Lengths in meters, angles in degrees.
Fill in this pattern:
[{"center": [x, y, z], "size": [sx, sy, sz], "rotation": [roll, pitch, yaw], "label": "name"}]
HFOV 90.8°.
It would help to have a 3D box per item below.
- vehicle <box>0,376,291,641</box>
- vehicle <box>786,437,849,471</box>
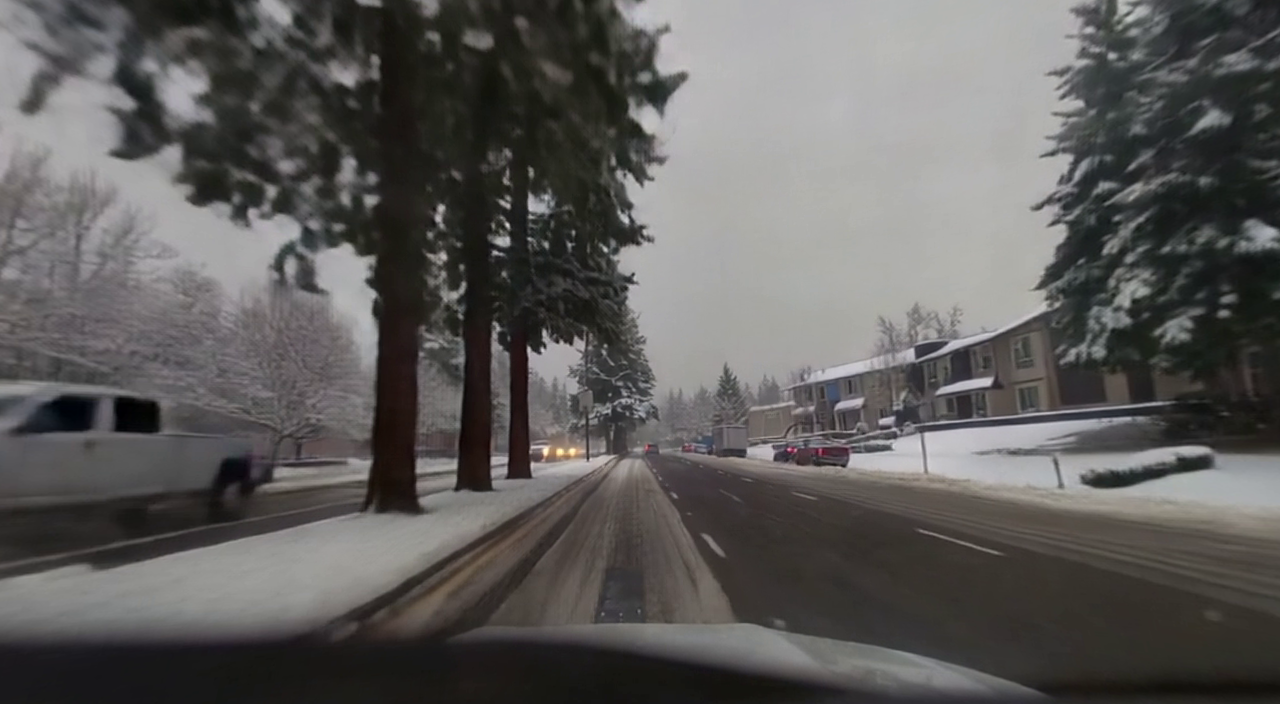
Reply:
[{"center": [-5.434, 1.278, 5.702], "size": [2.098, 1.789, 4.338], "rotation": [0, -8, -1], "label": "vehicle"}, {"center": [10.110, 5.841, 36.388], "size": [2.043, 1.761, 5.022], "rotation": [0, -8, -1], "label": "vehicle"}]
